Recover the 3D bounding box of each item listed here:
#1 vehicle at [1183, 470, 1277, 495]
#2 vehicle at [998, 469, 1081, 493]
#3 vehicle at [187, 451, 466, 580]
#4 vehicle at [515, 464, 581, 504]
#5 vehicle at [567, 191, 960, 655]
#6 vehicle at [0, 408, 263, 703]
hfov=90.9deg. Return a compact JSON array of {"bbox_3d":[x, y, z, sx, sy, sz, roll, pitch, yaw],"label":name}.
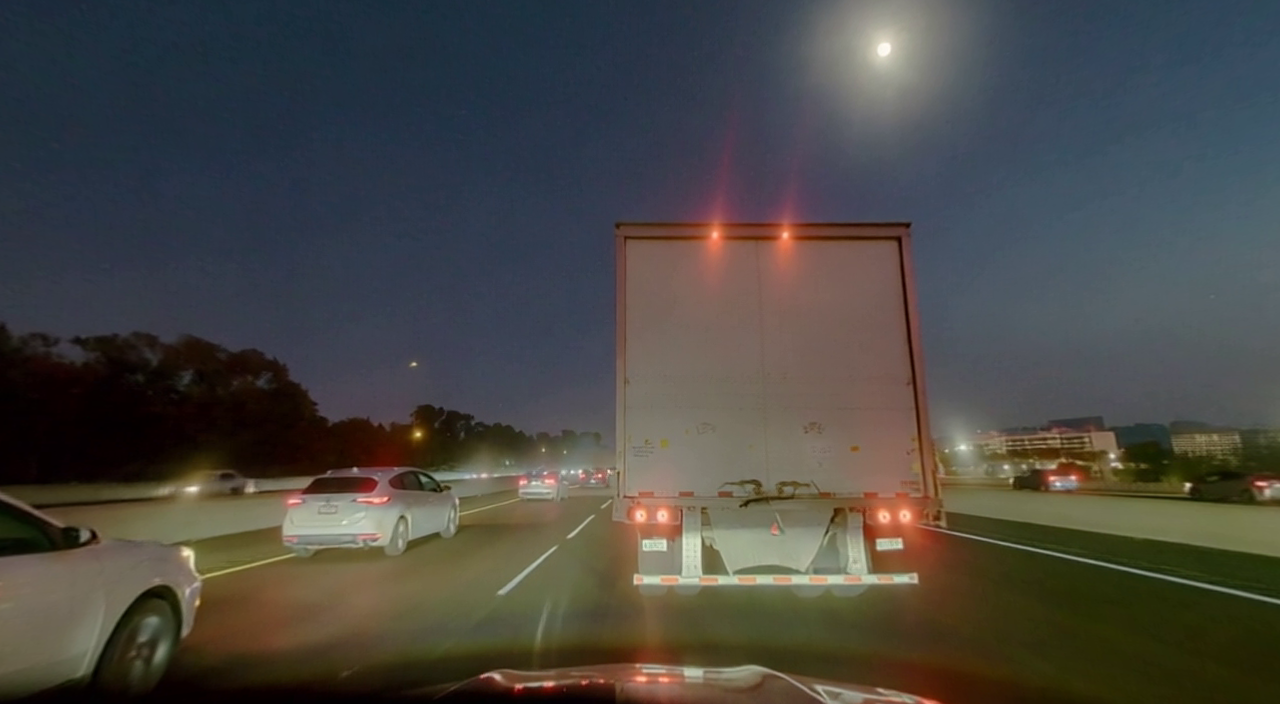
[{"bbox_3d":[37.084,8.182,39.672,3.974,1.485,1.709,0,-11,6],"label":"vehicle"},{"bbox_3d":[26.336,8.514,41.722,4.299,1.465,1.807,-4,-11,22],"label":"vehicle"},{"bbox_3d":[-4.300,2.337,9.656,1.946,1.469,4.431,1,-11,0],"label":"vehicle"},{"bbox_3d":[-3.700,5.431,26.121,1.964,1.482,4.371,0,-11,2],"label":"vehicle"},{"bbox_3d":[0.847,1.232,9.126,2.831,3.529,8.689,1,-11,-1],"label":"vehicle"},{"bbox_3d":[-3.465,0.826,1.635,1.983,1.509,4.679,0,-11,1],"label":"vehicle"}]
